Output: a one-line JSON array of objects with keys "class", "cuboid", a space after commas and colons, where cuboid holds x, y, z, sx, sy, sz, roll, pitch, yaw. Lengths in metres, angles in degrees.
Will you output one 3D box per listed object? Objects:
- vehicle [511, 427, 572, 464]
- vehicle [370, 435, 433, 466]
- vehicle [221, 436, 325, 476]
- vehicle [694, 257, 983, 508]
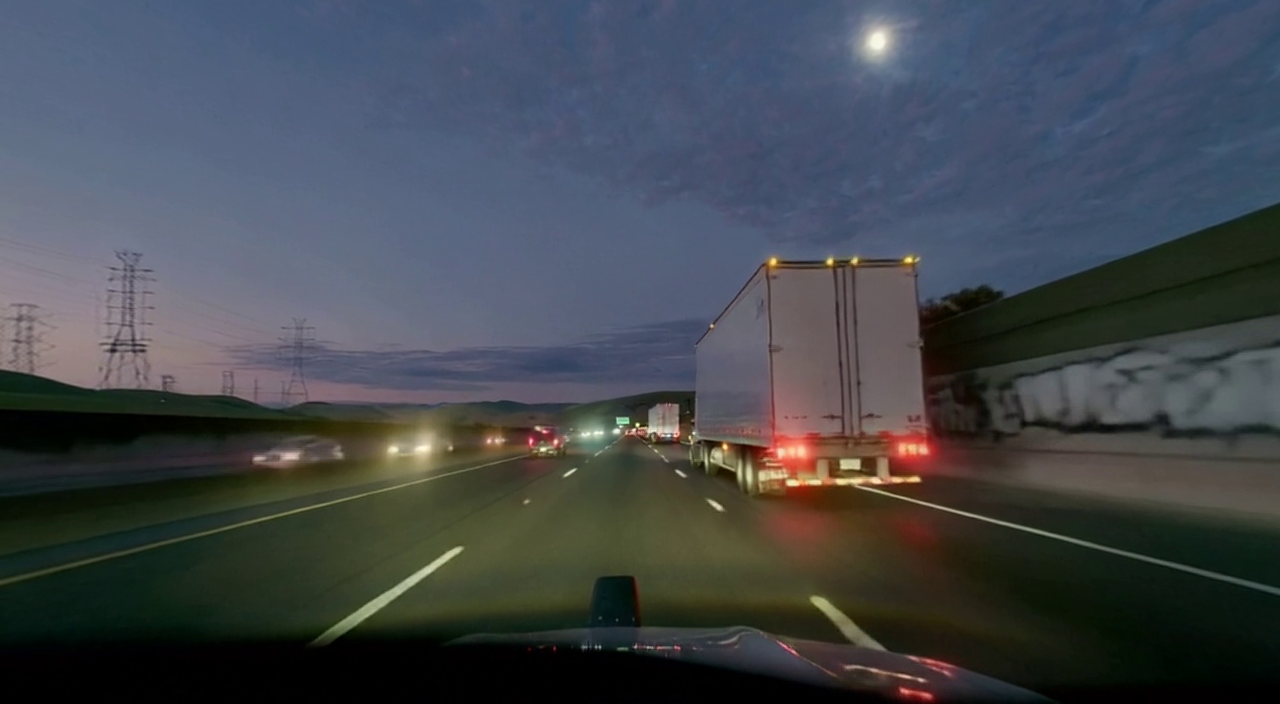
[{"class": "vehicle", "cuboid": [-4.260, 4.108, 27.941, 1.965, 1.486, 4.448, 0, -7, 0]}, {"class": "vehicle", "cuboid": [-11.874, 4.873, 31.592, 1.686, 1.445, 3.641, 0, -7, 0]}, {"class": "vehicle", "cuboid": [-15.474, 4.363, 26.867, 1.927, 1.539, 4.149, 0, -7, 0]}, {"class": "vehicle", "cuboid": [3.475, 1.131, 15.166, 3.060, 3.842, 11.095, 0, -7, -1]}]
